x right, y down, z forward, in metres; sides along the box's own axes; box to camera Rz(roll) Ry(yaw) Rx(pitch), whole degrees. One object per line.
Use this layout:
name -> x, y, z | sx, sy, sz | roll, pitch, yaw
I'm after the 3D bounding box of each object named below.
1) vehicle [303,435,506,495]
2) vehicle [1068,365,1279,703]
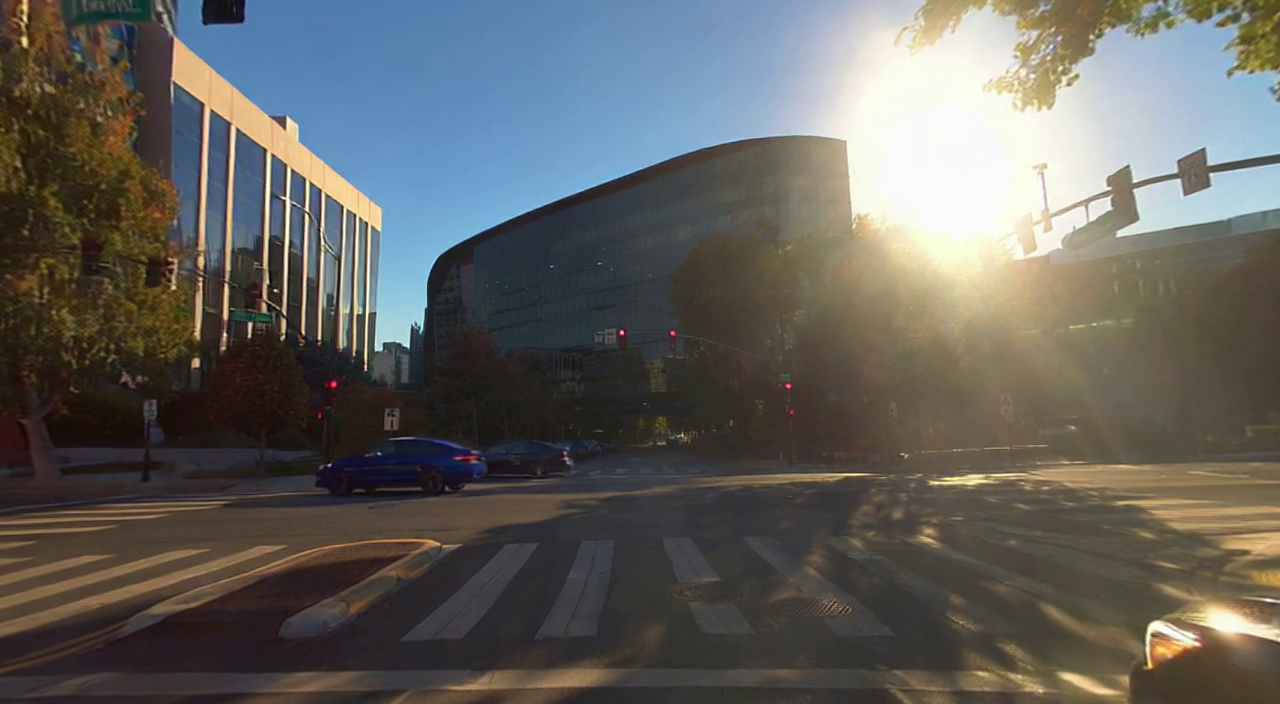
vehicle -> -6.204, 3.017, 16.995 | 4.723, 1.484, 1.883 | 0, -8, 0
vehicle -> 2.884, 0.676, 0.830 | 1.947, 1.576, 3.825 | 0, -8, 1
